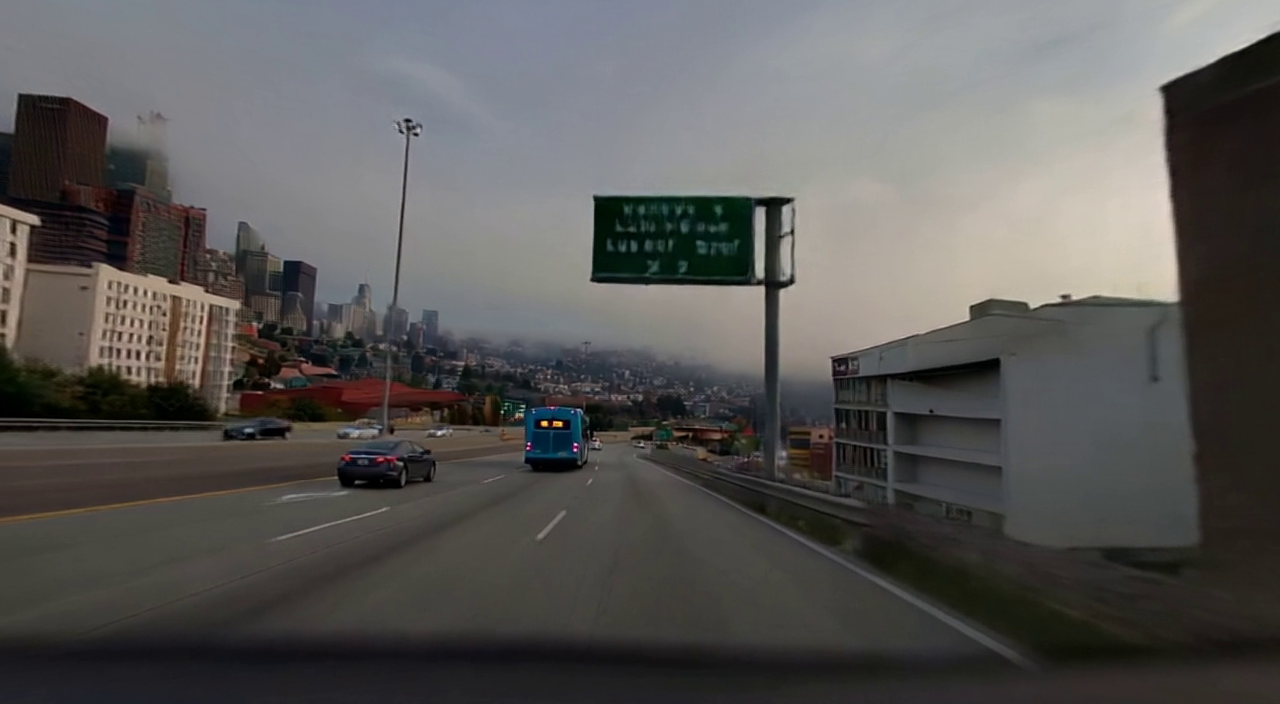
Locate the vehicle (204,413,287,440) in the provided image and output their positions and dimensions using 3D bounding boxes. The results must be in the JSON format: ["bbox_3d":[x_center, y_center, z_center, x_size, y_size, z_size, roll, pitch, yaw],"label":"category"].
[{"bbox_3d":[-29.784,5.714,47.890,2.209,1.845,5.765,-1,-9,5],"label":"vehicle"}]

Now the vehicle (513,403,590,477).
[{"bbox_3d":[-3.880,4.248,29.628,2.888,2.944,8.373,1,-10,-3],"label":"vehicle"}]

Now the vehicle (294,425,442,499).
[{"bbox_3d":[-6.993,2.892,16.840,1.993,1.690,4.450,0,-9,0],"label":"vehicle"}]
